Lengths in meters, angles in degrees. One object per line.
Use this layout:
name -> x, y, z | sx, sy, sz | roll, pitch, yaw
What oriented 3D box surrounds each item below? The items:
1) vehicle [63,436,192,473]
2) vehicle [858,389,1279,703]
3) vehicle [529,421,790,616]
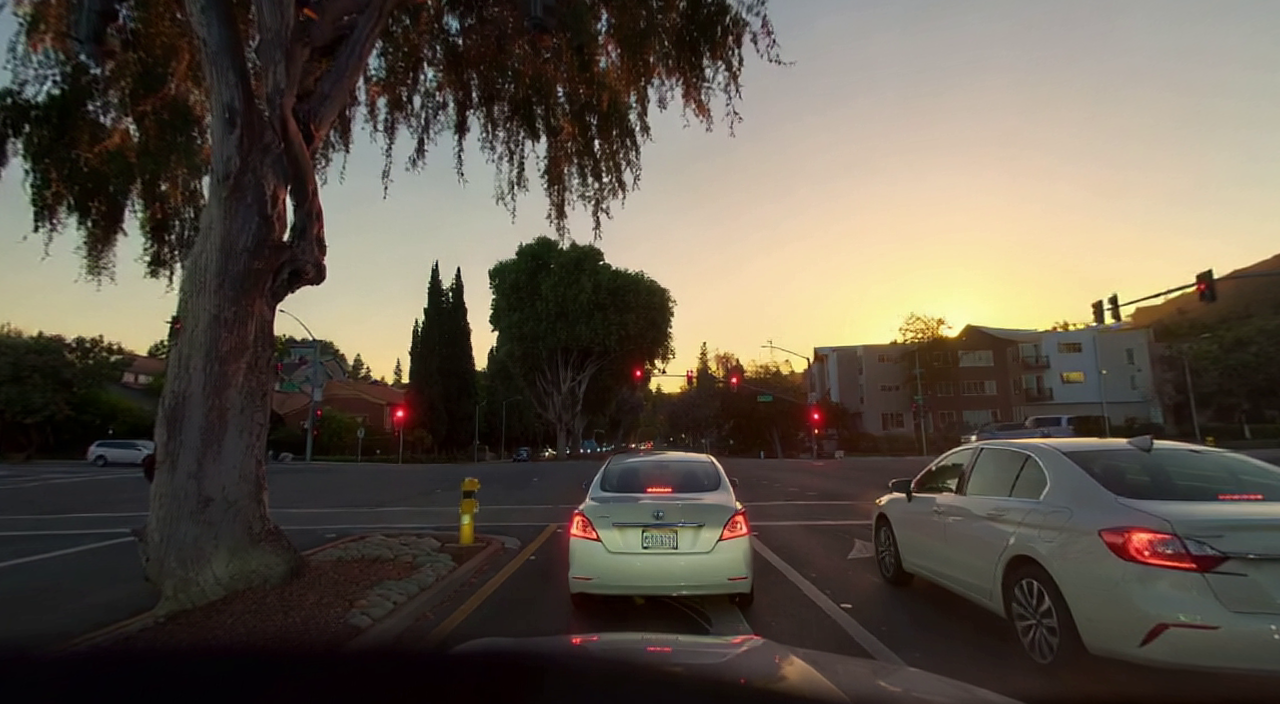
vehicle -> -24.275, 4.865, 29.983 | 4.450, 1.684, 1.894 | 0, -8, 0
vehicle -> 3.176, 1.125, 3.892 | 1.931, 1.493, 4.555 | 0, -8, -1
vehicle -> 0.110, 1.569, 6.865 | 2.017, 1.485, 3.813 | 0, -8, -1
